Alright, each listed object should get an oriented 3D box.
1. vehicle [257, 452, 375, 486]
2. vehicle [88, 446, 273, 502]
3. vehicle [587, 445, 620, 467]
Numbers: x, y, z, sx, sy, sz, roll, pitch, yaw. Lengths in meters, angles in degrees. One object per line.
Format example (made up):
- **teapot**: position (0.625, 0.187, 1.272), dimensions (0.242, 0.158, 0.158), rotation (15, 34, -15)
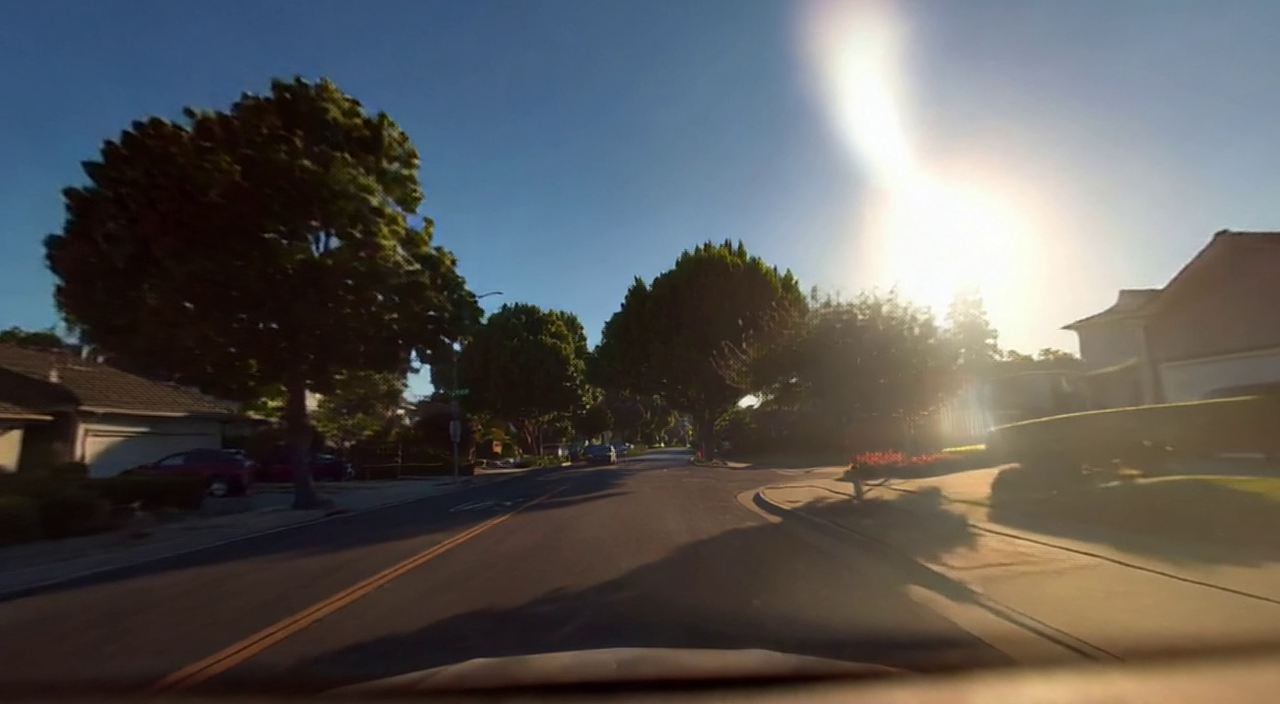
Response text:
- **vehicle**: position (-14.803, 5.349, 29.057), dimensions (4.370, 1.482, 1.926), rotation (0, -9, 3)
- **vehicle**: position (-14.504, 3.857, 20.180), dimensions (4.237, 1.687, 1.970), rotation (1, -9, -3)
- **vehicle**: position (-2.822, 8.205, 49.807), dimensions (2.025, 1.660, 4.151), rotation (-1, -9, 5)
